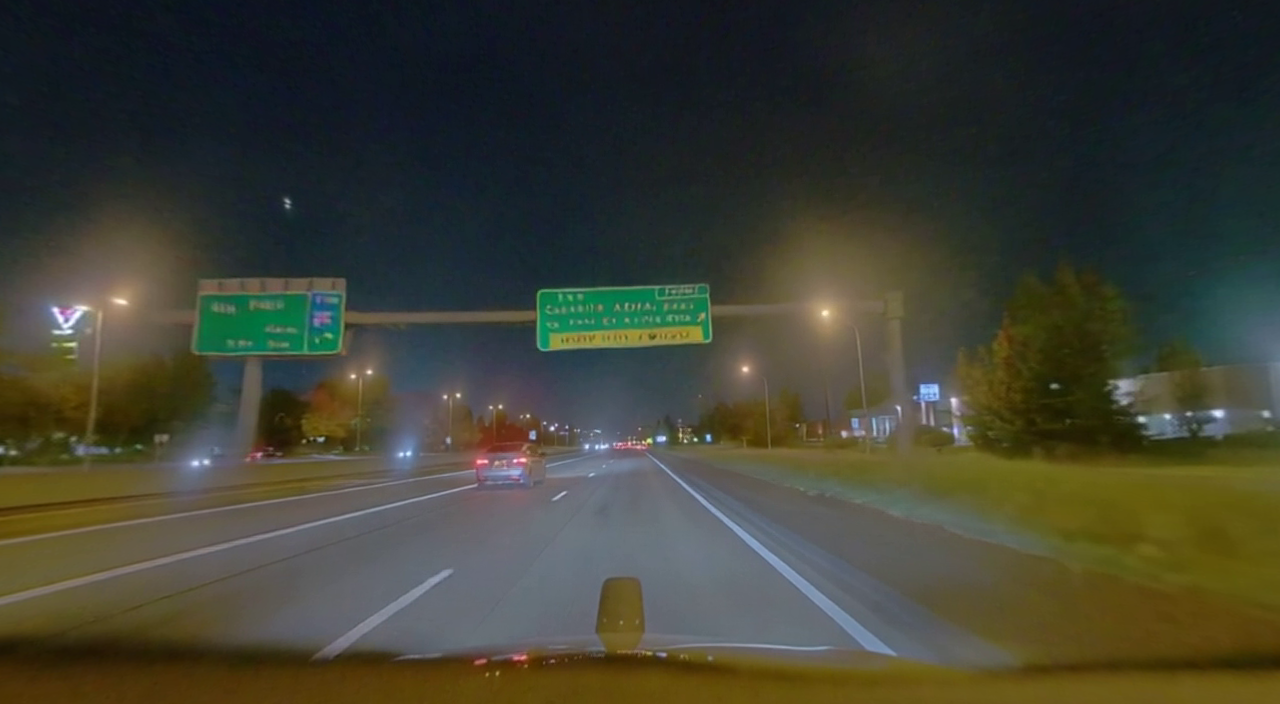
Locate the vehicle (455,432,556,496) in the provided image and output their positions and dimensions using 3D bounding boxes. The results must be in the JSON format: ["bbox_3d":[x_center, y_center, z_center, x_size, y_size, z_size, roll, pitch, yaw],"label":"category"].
[{"bbox_3d":[-4.073,3.461,20.047,2.150,1.761,4.697,0,-8,0],"label":"vehicle"}]
